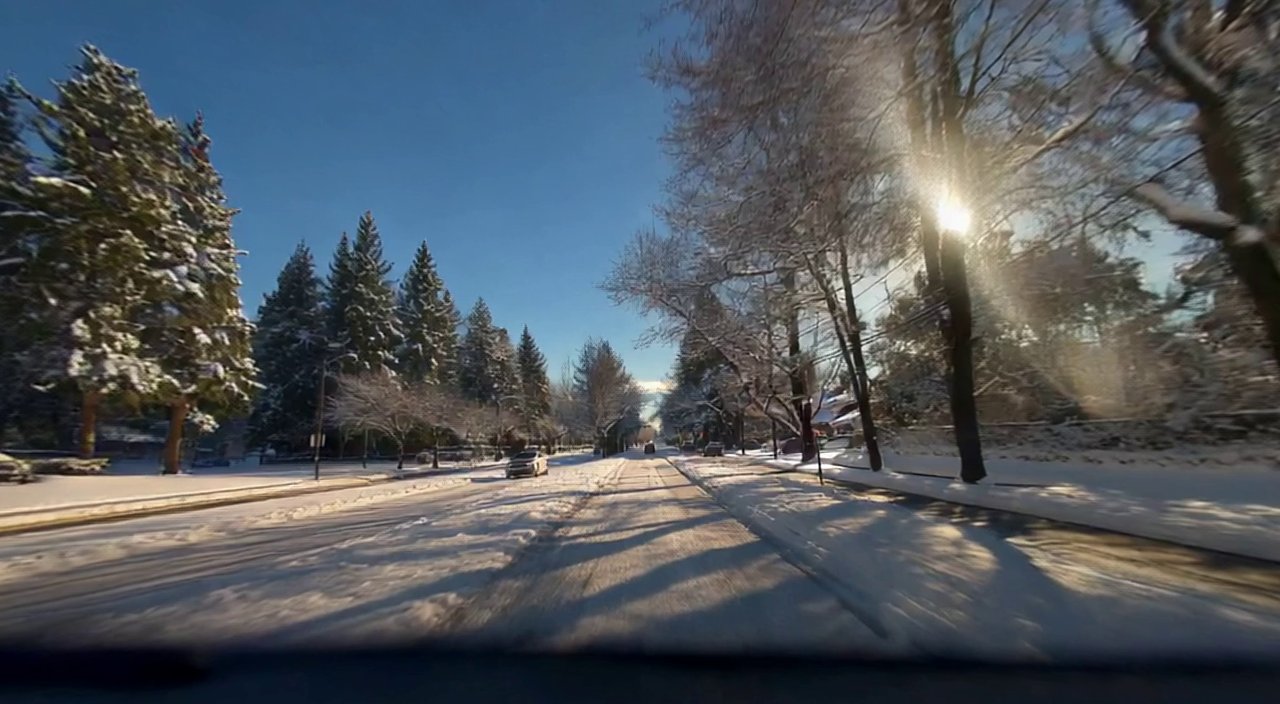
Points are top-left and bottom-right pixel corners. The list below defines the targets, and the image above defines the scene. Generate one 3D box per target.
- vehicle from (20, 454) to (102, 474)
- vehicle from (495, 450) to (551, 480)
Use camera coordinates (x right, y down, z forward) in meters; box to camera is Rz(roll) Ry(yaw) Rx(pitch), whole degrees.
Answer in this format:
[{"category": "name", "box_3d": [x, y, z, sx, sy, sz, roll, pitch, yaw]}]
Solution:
[{"category": "vehicle", "box_3d": [-43.070, 8.335, 46.928, 4.236, 1.441, 1.735, 0, -8, -2]}, {"category": "vehicle", "box_3d": [-6.382, 6.226, 34.971, 2.188, 1.478, 4.567, -1, -8, 1]}]
